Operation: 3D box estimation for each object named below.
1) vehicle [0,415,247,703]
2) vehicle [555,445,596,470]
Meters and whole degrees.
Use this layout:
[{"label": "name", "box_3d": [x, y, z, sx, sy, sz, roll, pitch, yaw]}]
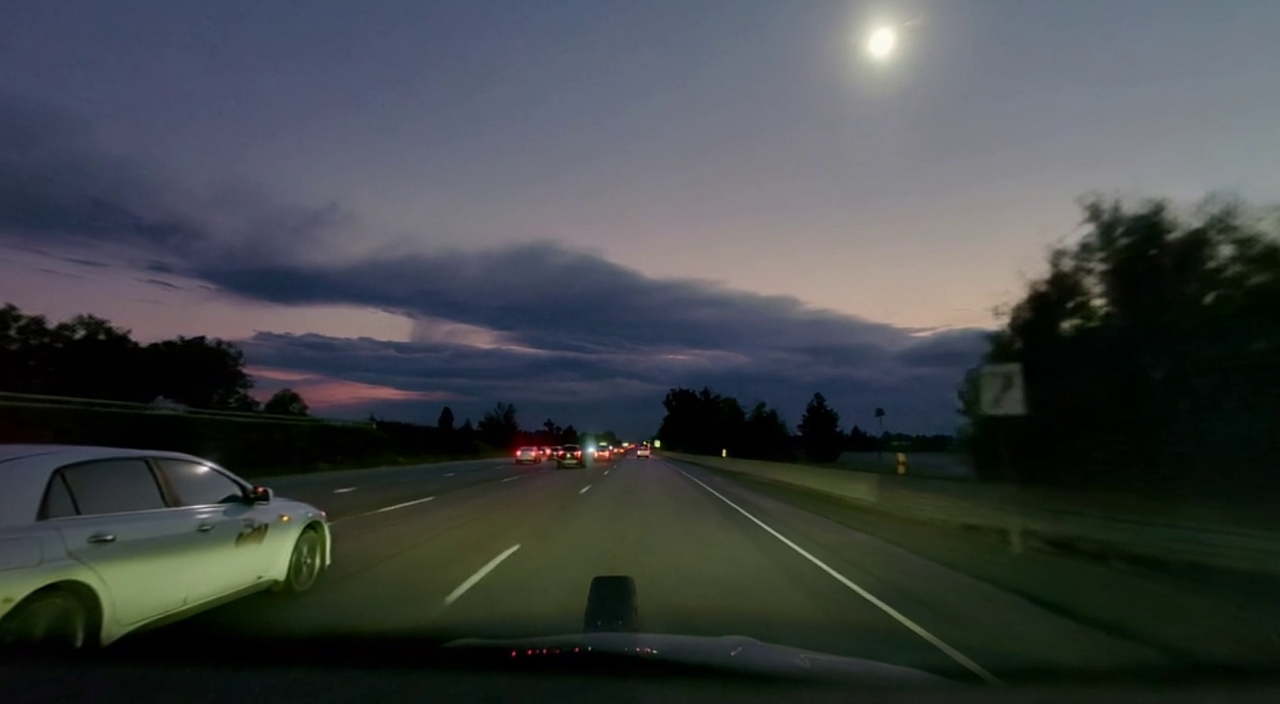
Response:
[{"label": "vehicle", "box_3d": [-3.895, 0.963, 2.337, 1.965, 1.485, 4.460, 0, -9, 0]}, {"label": "vehicle", "box_3d": [-4.017, 6.658, 39.957, 2.120, 1.458, 4.031, 0, -9, 1]}]
